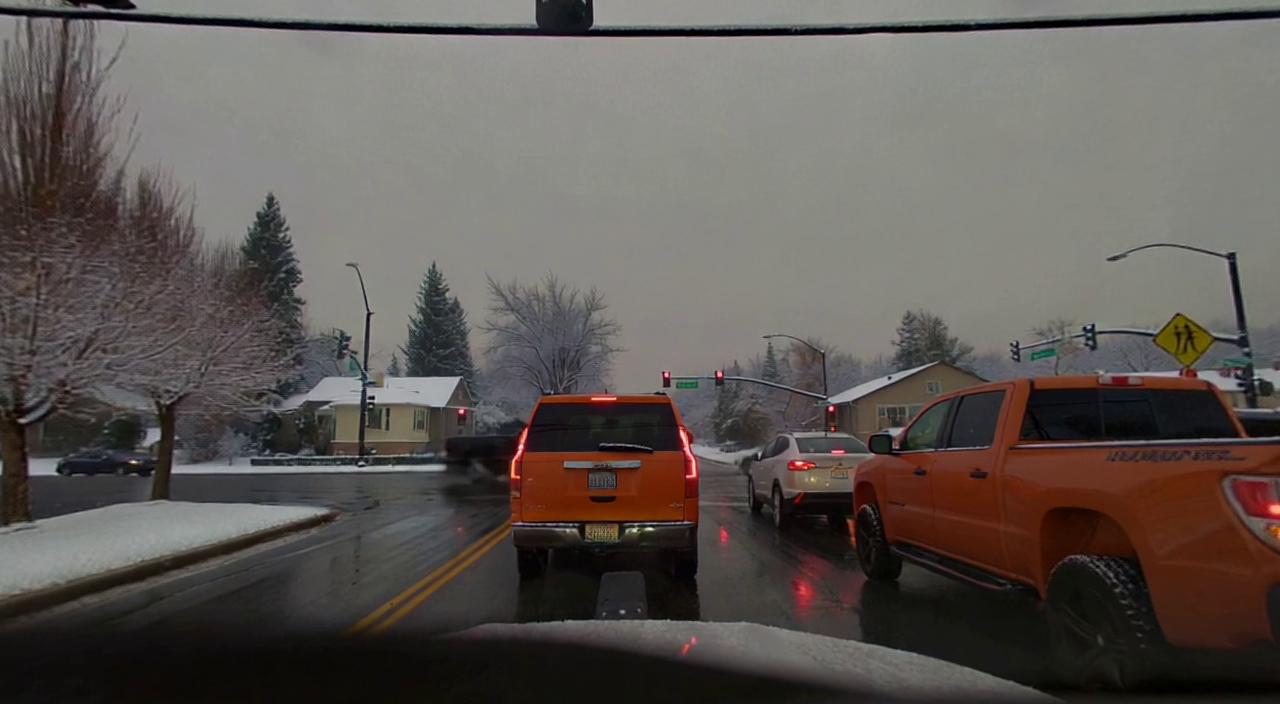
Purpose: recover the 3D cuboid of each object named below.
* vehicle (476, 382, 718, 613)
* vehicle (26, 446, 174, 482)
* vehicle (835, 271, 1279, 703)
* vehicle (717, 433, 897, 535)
[{"bbox_3d":[-0.198,1.386,6.744,1.915,1.780,3.379,-1,-8,5],"label":"vehicle"},{"bbox_3d":[-22.994,4.762,27.063,4.533,1.350,1.714,0,-8,-8],"label":"vehicle"},{"bbox_3d":[2.984,0.943,3.893,1.886,1.849,5.070,0,-8,-1],"label":"vehicle"},{"bbox_3d":[2.725,2.264,11.523,1.952,1.465,4.421,0,-8,-2],"label":"vehicle"}]
